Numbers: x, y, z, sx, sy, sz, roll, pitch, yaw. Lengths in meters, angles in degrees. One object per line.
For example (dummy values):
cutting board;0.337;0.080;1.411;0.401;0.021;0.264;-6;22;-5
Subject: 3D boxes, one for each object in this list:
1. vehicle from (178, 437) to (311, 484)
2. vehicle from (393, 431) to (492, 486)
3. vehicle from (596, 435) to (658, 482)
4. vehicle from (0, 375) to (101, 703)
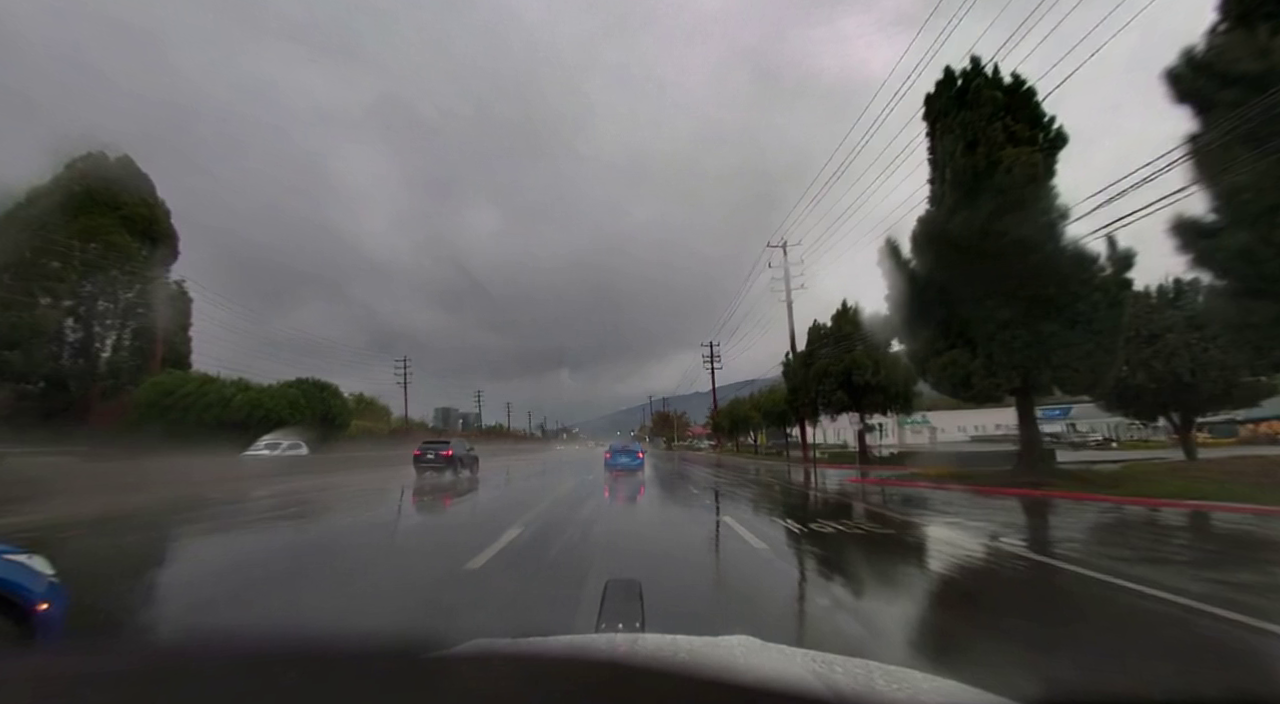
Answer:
vehicle;-18.383;5.072;29.848;2.267;1.962;5.820;-1;-8;3
vehicle;-7.167;3.924;23.542;2.203;1.819;4.547;0;-8;0
vehicle;-0.487;4.105;24.616;2.189;1.652;4.135;0;-8;0
vehicle;-3.689;0.611;0.650;1.985;1.607;4.892;0;-8;-1
